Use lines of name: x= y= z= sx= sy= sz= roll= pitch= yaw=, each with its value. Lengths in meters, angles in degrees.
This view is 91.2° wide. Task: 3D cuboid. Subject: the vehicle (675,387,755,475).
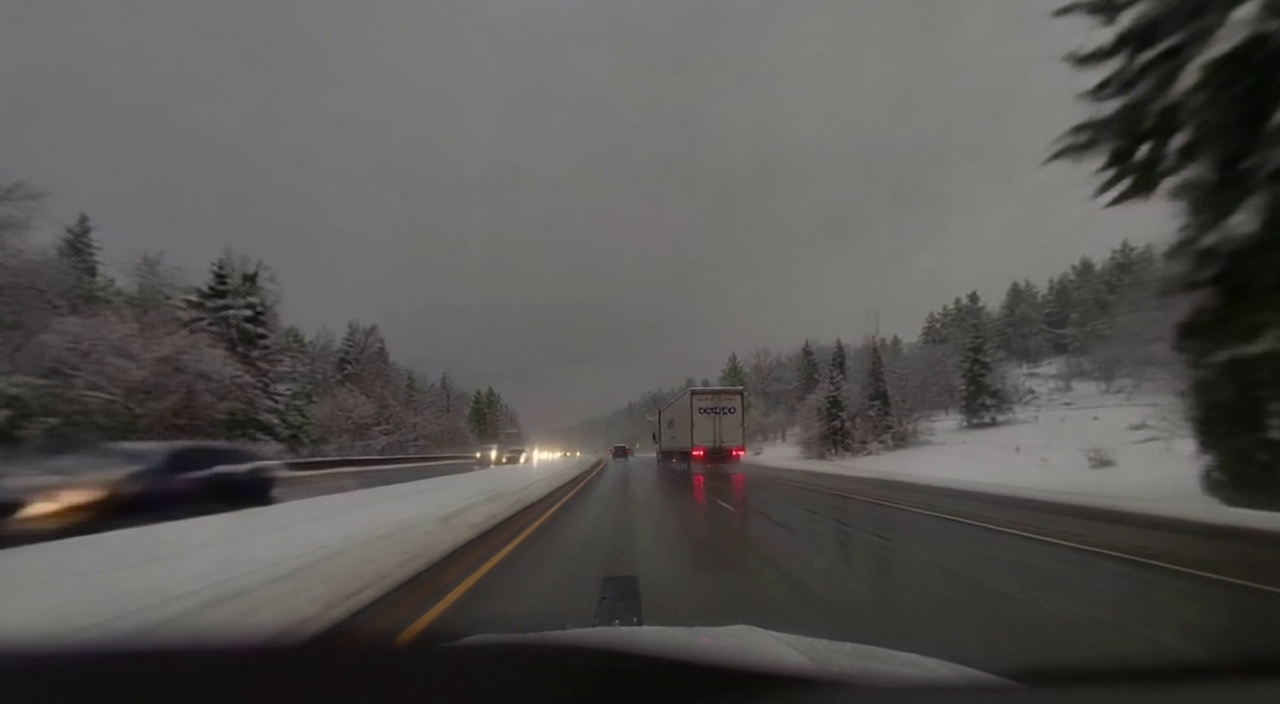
vehicle: x=3.602 y=4.192 z=32.633 sx=2.892 sy=3.928 sz=8.380 roll=0 pitch=-9 yaw=-1

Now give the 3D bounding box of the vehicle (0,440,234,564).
vehicle: x=-9.066 y=2.222 z=10.066 sx=1.957 sy=1.538 sz=4.733 roll=0 pitch=-9 yaw=-1
